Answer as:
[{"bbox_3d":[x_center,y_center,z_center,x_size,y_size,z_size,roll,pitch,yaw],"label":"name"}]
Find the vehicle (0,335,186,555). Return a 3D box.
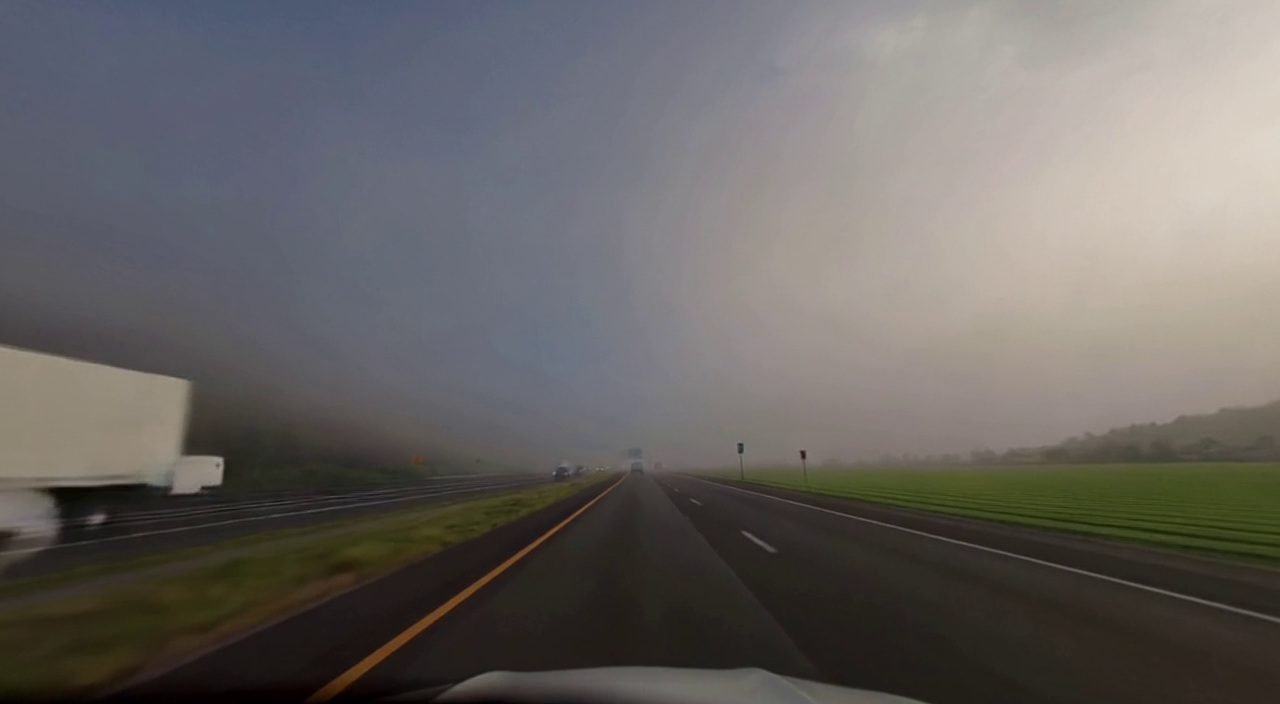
[{"bbox_3d":[-13.634,1.306,9.491,2.865,4.107,14.092,1,-10,0],"label":"vehicle"}]

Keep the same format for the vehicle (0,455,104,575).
[{"bbox_3d":[-9.257,1.987,7.512,1.903,1.543,4.233,1,-10,0],"label":"vehicle"}]
